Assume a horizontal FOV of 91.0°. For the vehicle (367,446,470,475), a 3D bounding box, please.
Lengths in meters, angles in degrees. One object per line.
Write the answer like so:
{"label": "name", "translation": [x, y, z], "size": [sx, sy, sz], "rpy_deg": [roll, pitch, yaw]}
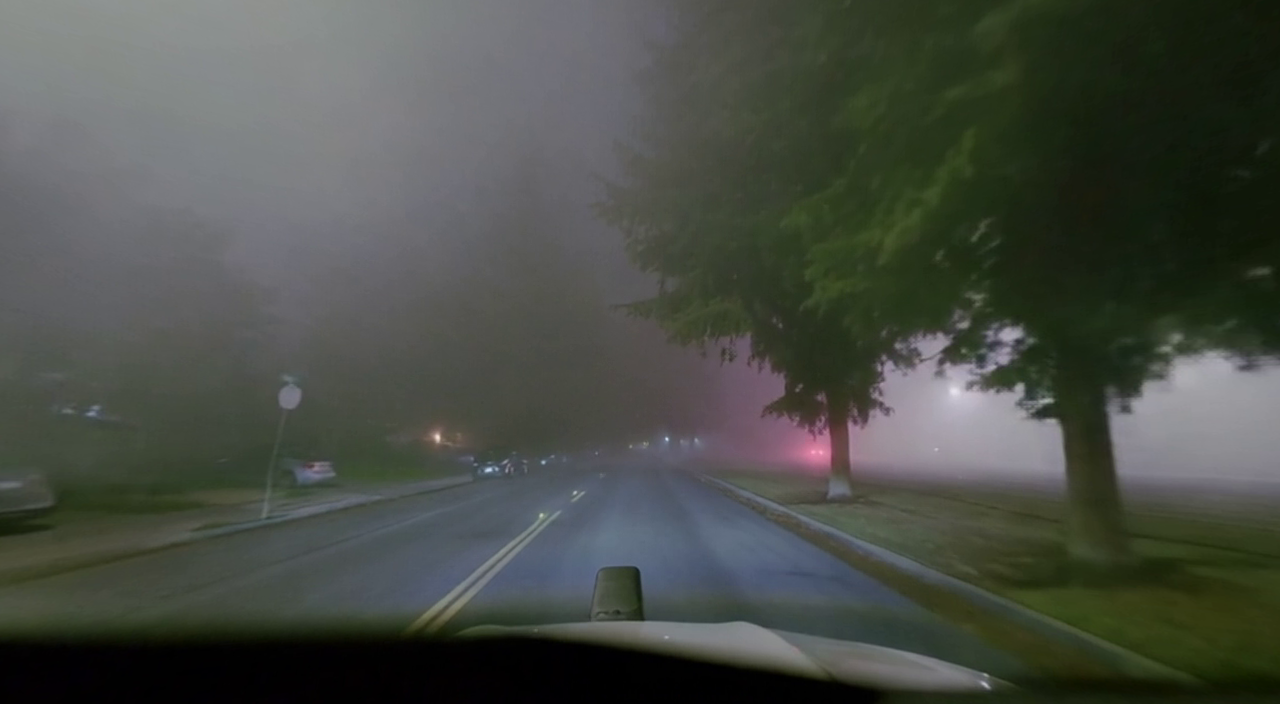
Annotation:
{"label": "vehicle", "translation": [-14.072, 6.915, 40.251], "size": [5.742, 1.668, 2.296], "rpy_deg": [1, -8, -2]}

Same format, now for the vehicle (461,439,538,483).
{"label": "vehicle", "translation": [-6.566, 5.149, 30.226], "size": [2.350, 1.892, 5.542], "rpy_deg": [1, -8, 0]}

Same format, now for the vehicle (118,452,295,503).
{"label": "vehicle", "translation": [-13.644, 3.950, 20.024], "size": [4.116, 1.393, 2.016], "rpy_deg": [2, -9, 2]}

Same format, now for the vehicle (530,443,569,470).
{"label": "vehicle", "translation": [-6.620, 7.701, 46.574], "size": [2.020, 1.842, 5.116], "rpy_deg": [1, -8, 0]}

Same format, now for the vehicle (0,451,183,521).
{"label": "vehicle", "translation": [-14.000, 3.135, 15.002], "size": [4.617, 1.488, 1.988], "rpy_deg": [0, -8, 1]}
